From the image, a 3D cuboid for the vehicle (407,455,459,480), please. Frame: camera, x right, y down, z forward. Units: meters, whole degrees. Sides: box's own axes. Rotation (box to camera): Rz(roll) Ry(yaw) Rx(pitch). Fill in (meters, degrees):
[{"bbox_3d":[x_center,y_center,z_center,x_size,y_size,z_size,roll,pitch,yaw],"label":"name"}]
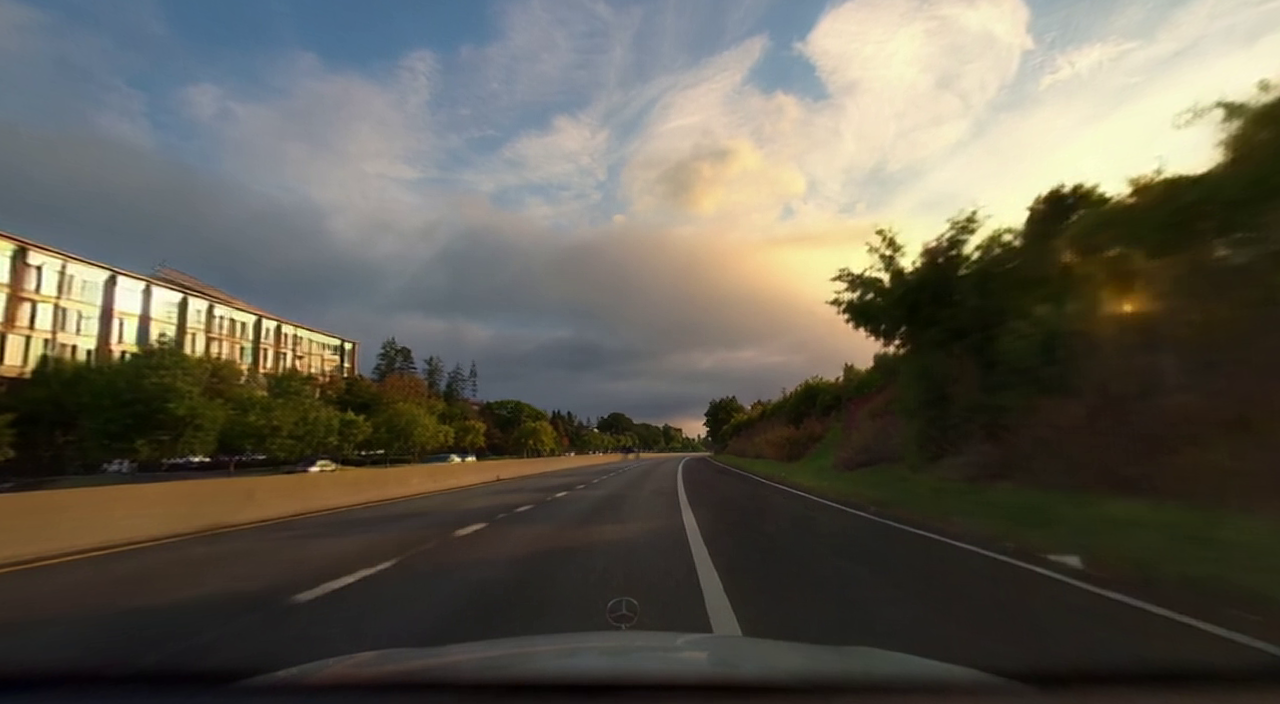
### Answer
[{"bbox_3d":[-12.791,7.160,39.207,1.748,1.438,3.656,-1,-9,4],"label":"vehicle"}]
